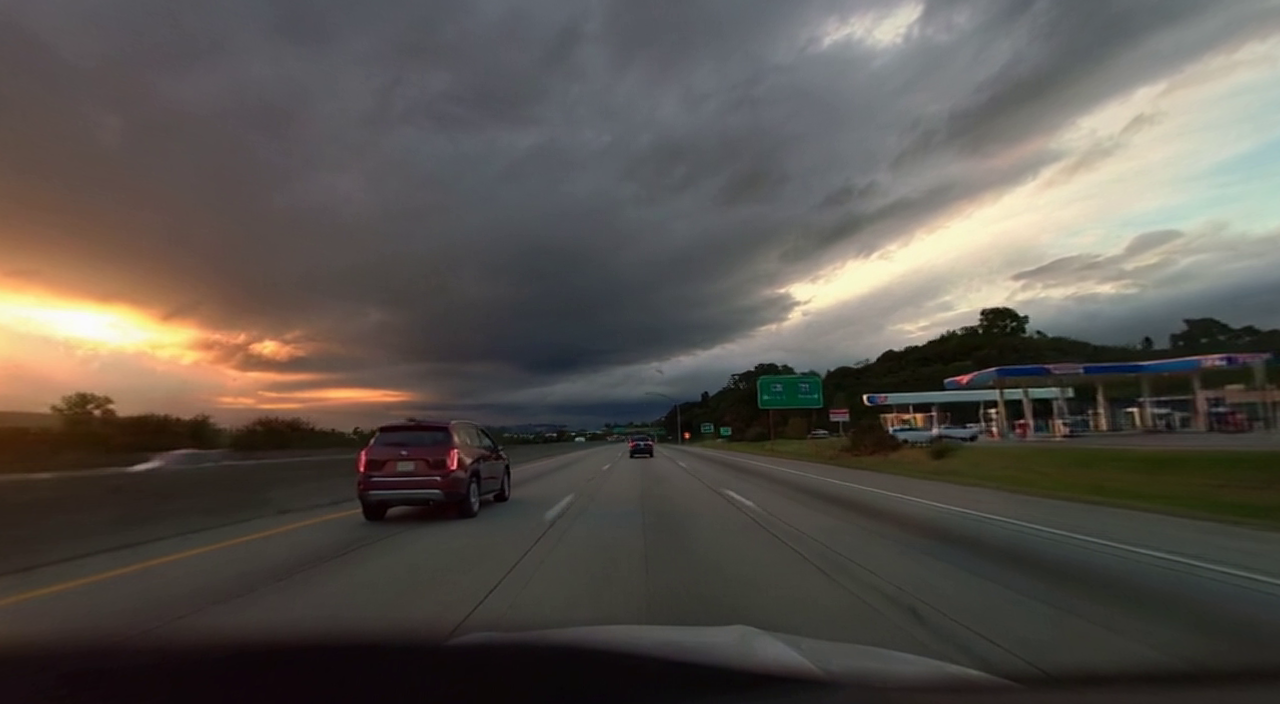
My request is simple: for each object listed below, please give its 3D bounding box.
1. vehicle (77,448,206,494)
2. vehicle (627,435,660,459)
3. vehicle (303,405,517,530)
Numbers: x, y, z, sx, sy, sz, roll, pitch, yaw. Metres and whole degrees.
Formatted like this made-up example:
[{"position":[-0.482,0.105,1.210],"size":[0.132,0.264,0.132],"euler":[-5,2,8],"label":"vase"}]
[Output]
[{"position":[-19.561,4.631,24.972],"size":[1.768,1.587,4.096],"euler":[0,-7,-1],"label":"vehicle"},{"position":[0.194,6.538,43.780],"size":[2.151,1.550,4.694],"euler":[0,-8,-1],"label":"vehicle"},{"position":[-3.660,1.907,11.090],"size":[2.061,1.732,4.457],"euler":[0,-8,0],"label":"vehicle"}]
